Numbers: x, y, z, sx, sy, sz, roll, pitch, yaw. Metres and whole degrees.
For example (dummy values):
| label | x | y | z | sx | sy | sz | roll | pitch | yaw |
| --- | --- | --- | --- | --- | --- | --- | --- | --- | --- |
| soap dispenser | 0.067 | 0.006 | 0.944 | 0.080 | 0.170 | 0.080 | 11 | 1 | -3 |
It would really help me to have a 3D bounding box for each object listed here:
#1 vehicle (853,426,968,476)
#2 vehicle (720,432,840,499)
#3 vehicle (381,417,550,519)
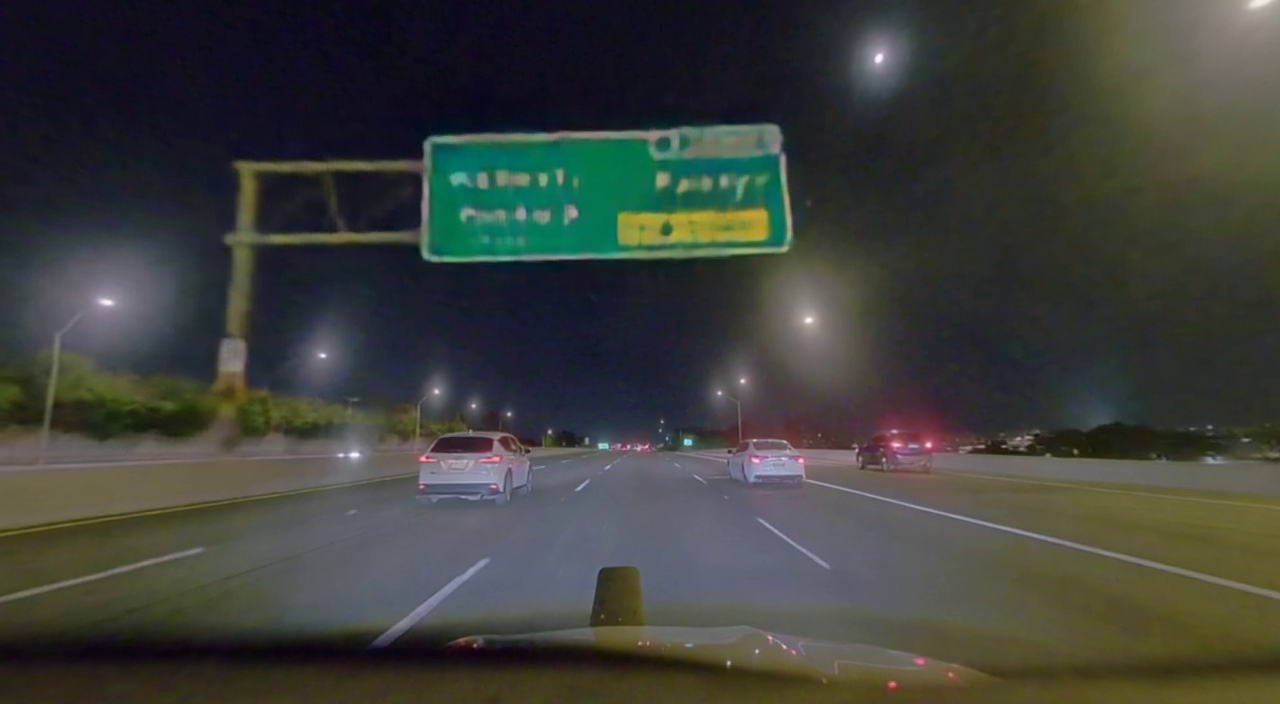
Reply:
| label | x | y | z | sx | sy | sz | roll | pitch | yaw |
| --- | --- | --- | --- | --- | --- | --- | --- | --- | --- |
| vehicle | 11.185 | 4.163 | 26.707 | 2.223 | 1.865 | 5.704 | 0 | -8 | -1 |
| vehicle | 3.622 | 3.051 | 17.397 | 2.107 | 1.550 | 4.949 | 0 | -8 | -1 |
| vehicle | -3.339 | 2.335 | 13.209 | 2.193 | 1.746 | 4.512 | 0 | -8 | 0 |
